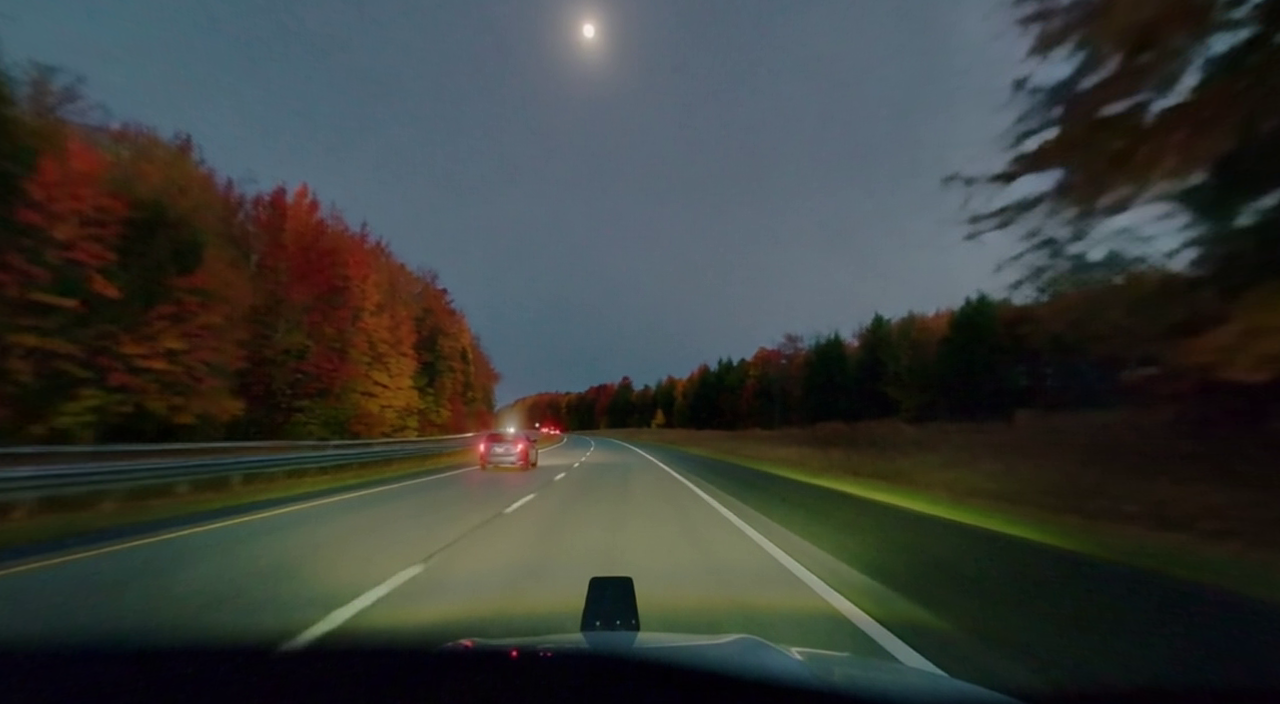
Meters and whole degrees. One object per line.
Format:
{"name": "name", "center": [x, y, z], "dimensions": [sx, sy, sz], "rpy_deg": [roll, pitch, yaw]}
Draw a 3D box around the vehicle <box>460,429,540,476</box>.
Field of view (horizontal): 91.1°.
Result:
{"name": "vehicle", "center": [-5.060, 3.667, 23.381], "dimensions": [2.073, 1.559, 4.393], "rpy_deg": [0, -8, -2]}
